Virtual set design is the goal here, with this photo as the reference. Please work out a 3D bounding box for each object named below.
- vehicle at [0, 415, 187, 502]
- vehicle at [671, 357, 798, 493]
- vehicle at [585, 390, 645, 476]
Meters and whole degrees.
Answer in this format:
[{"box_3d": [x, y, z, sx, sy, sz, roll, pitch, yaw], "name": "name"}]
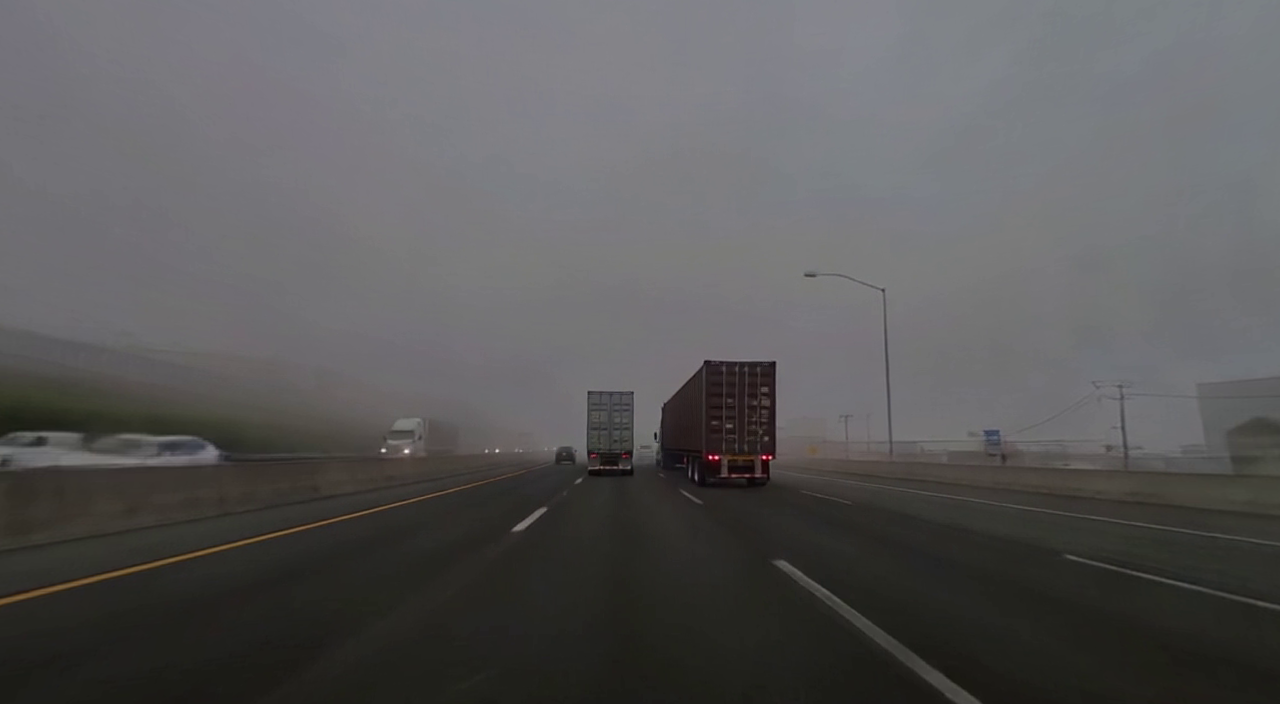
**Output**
[{"box_3d": [-12.725, 2.335, 14.069, 1.968, 1.601, 4.575, 0, -9, -1], "name": "vehicle"}, {"box_3d": [3.150, 3.125, 25.414, 2.803, 4.072, 12.744, 0, -9, -1], "name": "vehicle"}, {"box_3d": [-1.319, 4.782, 36.408, 2.841, 4.071, 12.046, 0, -8, -1], "name": "vehicle"}]
